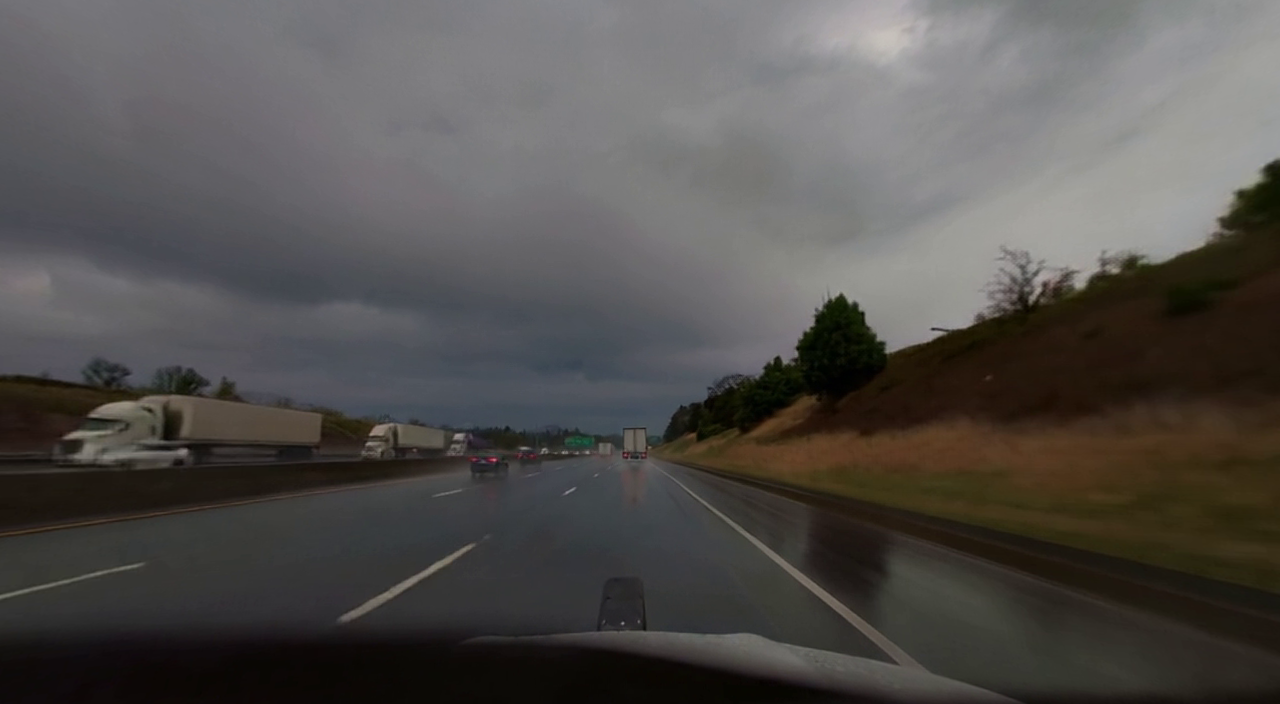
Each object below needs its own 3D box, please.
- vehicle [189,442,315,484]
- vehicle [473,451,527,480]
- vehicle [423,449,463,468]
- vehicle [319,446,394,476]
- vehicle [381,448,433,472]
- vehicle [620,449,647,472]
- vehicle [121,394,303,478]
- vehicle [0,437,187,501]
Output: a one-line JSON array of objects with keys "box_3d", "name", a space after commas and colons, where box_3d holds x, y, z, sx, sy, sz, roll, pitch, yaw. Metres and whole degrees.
[{"box_3d": [-14.842, 4.279, 24.467, 2.121, 1.452, 4.356, 0, -9, -1], "name": "vehicle"}, {"box_3d": [-7.556, 6.134, 34.426, 1.895, 1.446, 4.456, 0, -9, 0], "name": "vehicle"}, {"box_3d": [-15.198, 8.228, 48.733, 1.837, 1.427, 4.020, 0, -9, -1], "name": "vehicle"}, {"box_3d": [-15.131, 5.843, 33.963, 1.918, 1.466, 4.632, 0, -9, -1], "name": "vehicle"}, {"box_3d": [-15.006, 6.958, 40.818, 1.851, 1.438, 4.071, 0, -9, -1], "name": "vehicle"}, {"box_3d": [-0.494, 8.165, 47.460, 2.009, 1.657, 3.962, 0, -9, -1], "name": "vehicle"}, {"box_3d": [-19.593, 4.043, 29.716, 2.935, 3.383, 7.992, 0, -9, 0], "name": "vehicle"}, {"box_3d": [-14.469, 2.994, 16.512, 2.056, 1.438, 4.297, 0, -9, -1], "name": "vehicle"}]
